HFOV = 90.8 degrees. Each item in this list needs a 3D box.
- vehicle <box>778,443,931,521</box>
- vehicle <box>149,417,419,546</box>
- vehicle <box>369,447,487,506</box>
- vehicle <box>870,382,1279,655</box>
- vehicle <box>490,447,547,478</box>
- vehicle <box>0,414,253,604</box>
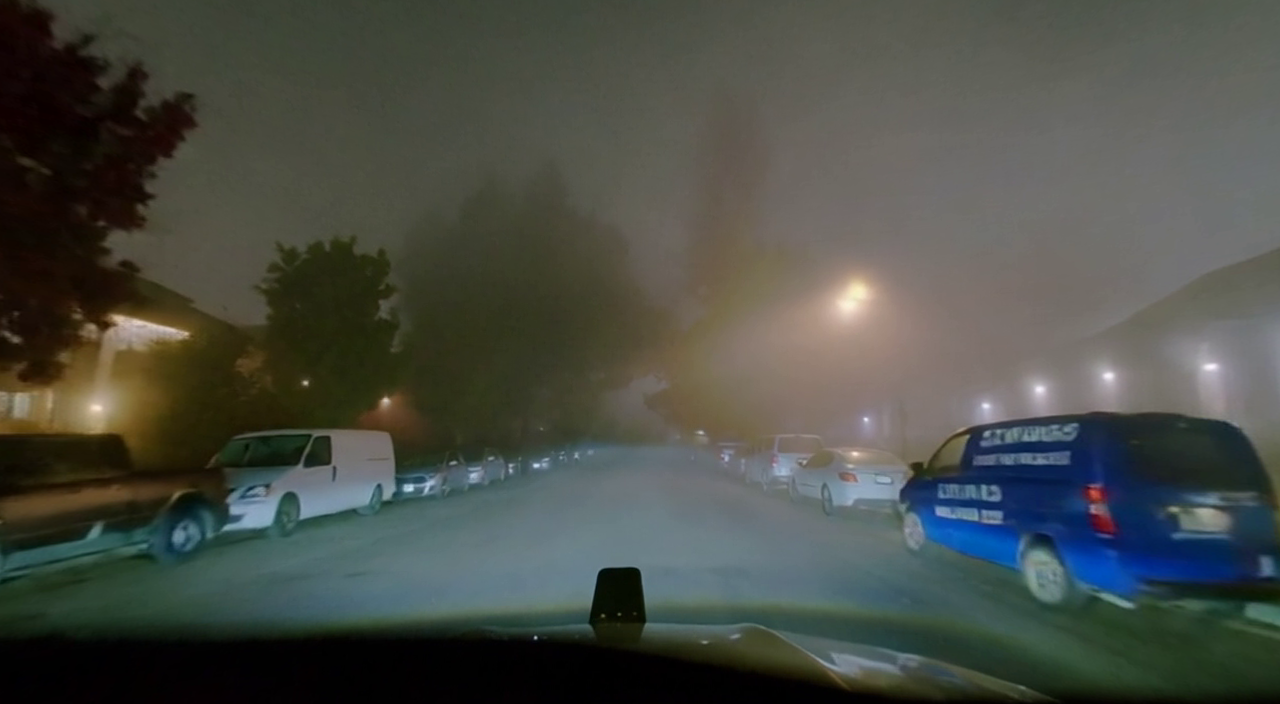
[{"bbox_3d":[4.520,2.781,14.142,1.811,1.439,4.521,0,-9,-1],"label":"vehicle"},{"bbox_3d":[-6.724,2.480,13.042,2.085,1.997,5.755,-2,-8,2],"label":"vehicle"},{"bbox_3d":[-6.291,3.706,19.416,1.840,1.476,4.739,-2,-8,3],"label":"vehicle"},{"bbox_3d":[4.402,1.492,6.862,1.985,1.819,5.163,0,-9,2],"label":"vehicle"},{"bbox_3d":[-6.240,5.738,33.068,1.869,1.467,4.921,0,-9,2],"label":"vehicle"},{"bbox_3d":[-7.017,1.717,7.171,1.891,1.780,5.240,-3,-9,1],"label":"vehicle"}]
